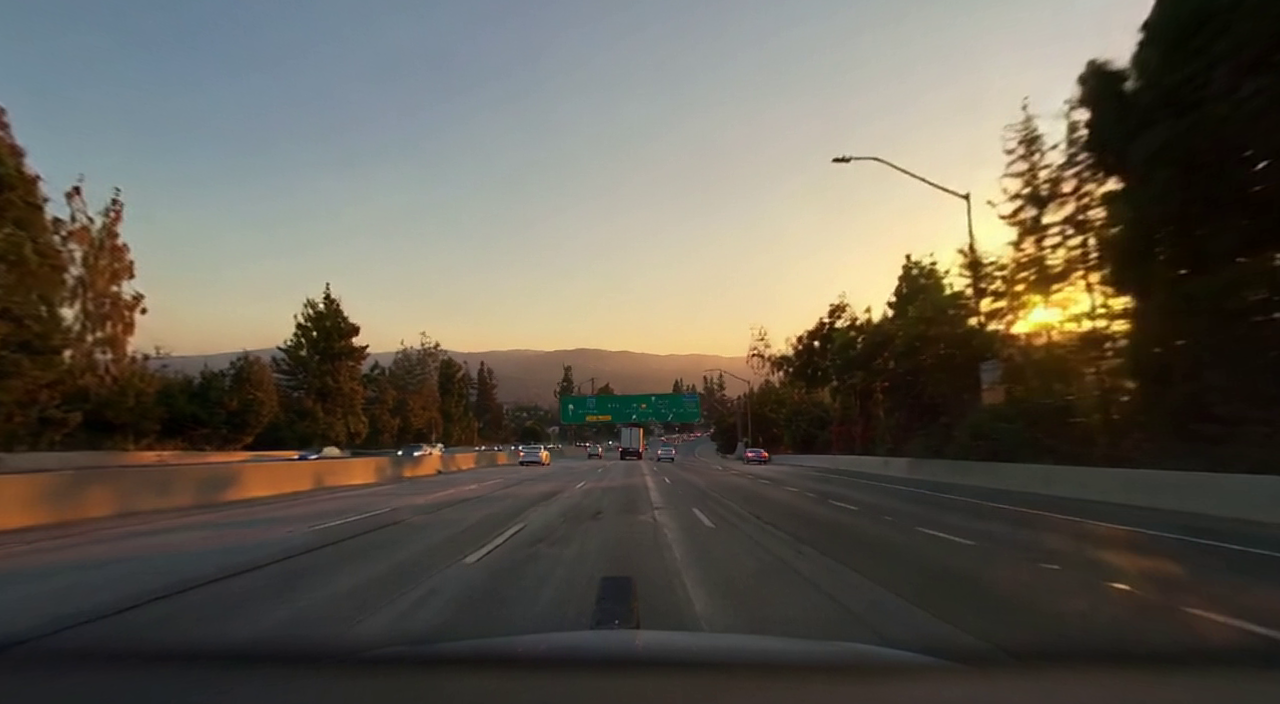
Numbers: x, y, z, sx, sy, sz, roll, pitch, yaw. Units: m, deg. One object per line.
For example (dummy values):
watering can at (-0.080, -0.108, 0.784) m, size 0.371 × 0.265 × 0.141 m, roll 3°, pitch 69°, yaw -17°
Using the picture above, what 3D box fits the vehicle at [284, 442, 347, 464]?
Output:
vehicle at (-22.819, 7.126, 44.674) m, size 1.885 × 1.477 × 4.762 m, roll -1°, pitch -9°, yaw 1°

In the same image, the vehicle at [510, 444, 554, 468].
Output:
vehicle at (-7.341, 7.097, 43.312) m, size 2.117 × 1.518 × 4.930 m, roll -1°, pitch -9°, yaw 1°
